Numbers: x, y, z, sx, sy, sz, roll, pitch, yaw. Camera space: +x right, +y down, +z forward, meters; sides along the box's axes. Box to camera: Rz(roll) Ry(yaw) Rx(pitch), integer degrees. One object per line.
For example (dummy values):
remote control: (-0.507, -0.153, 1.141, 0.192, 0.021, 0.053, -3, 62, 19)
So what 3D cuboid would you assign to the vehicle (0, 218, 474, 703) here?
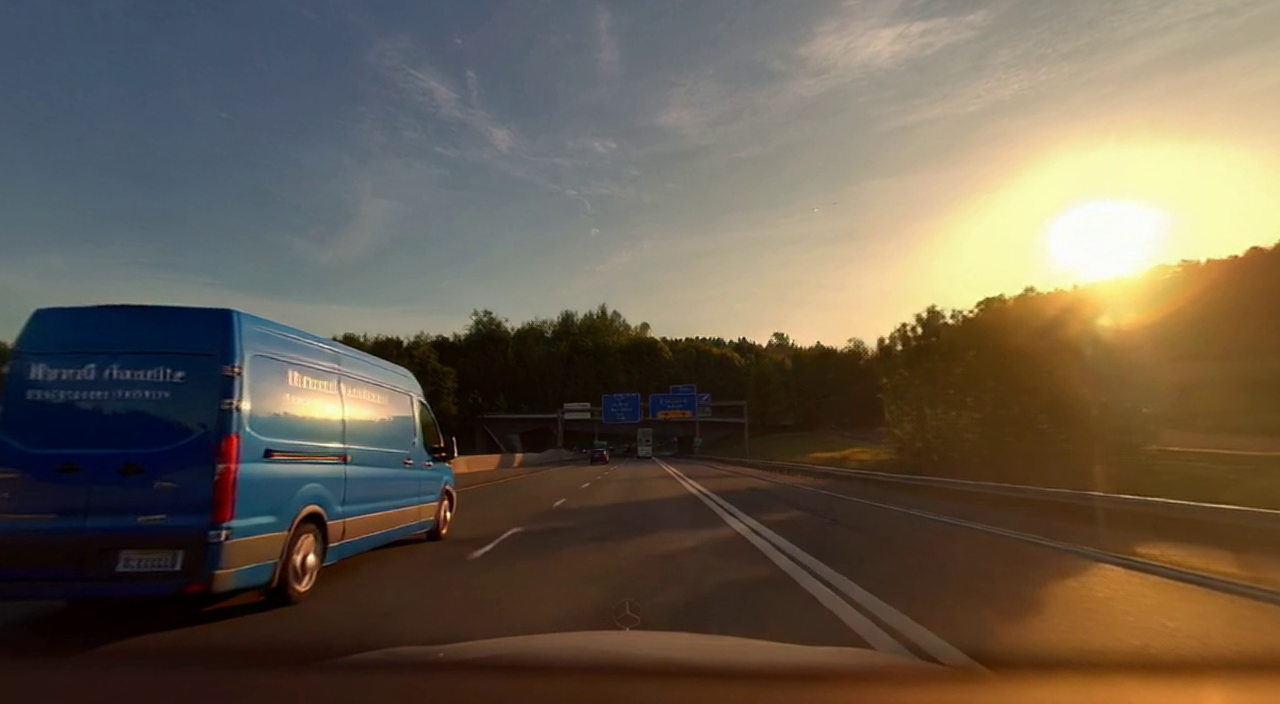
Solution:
vehicle: (-3.879, 1.090, 6.722, 2.320, 2.636, 7.021, 0, -9, 0)
